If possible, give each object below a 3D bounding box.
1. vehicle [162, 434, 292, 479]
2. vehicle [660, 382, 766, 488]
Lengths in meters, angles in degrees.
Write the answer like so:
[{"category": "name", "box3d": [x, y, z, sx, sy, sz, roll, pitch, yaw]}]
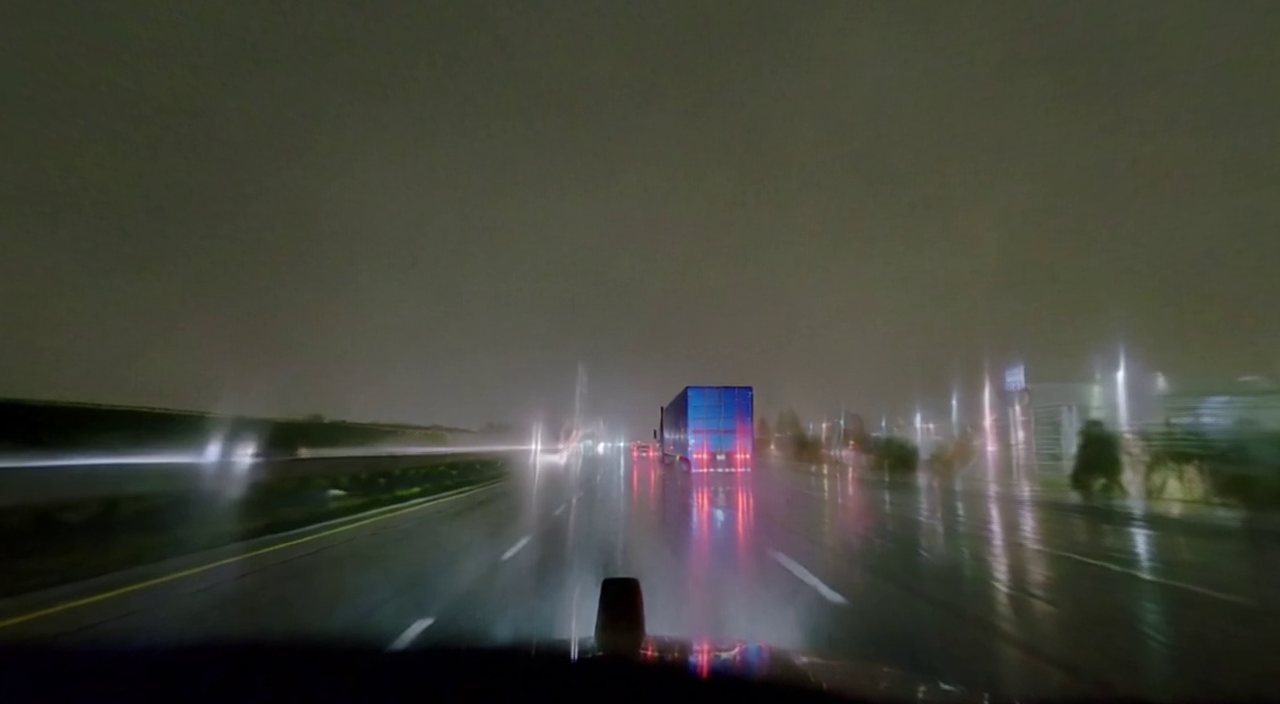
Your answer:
[{"category": "vehicle", "box3d": [-14.639, 3.733, 22.677, 1.805, 1.466, 4.228, 0, -9, 0]}, {"category": "vehicle", "box3d": [3.133, 4.550, 33.221, 3.462, 4.177, 16.311, 0, -9, -1]}]
